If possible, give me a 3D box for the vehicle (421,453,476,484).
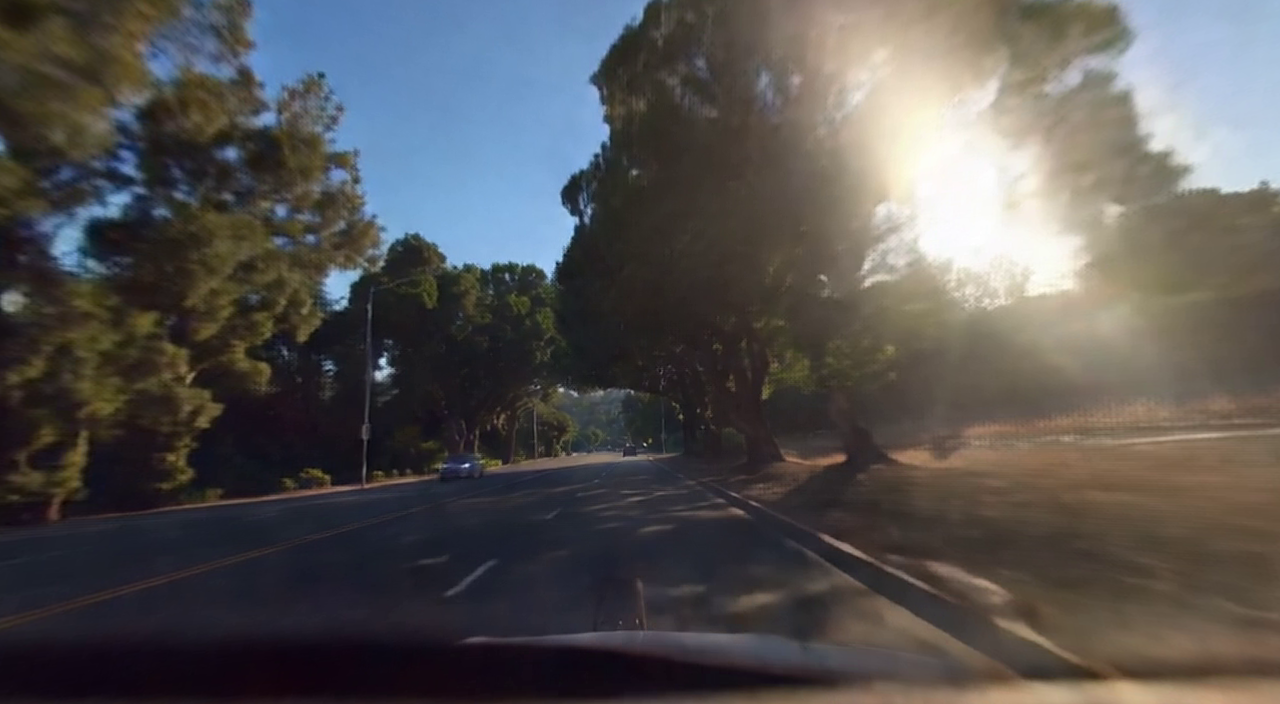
[{"bbox_3d":[-10.091,6.160,33.441,1.766,1.473,3.795,-1,-9,-1],"label":"vehicle"}]
